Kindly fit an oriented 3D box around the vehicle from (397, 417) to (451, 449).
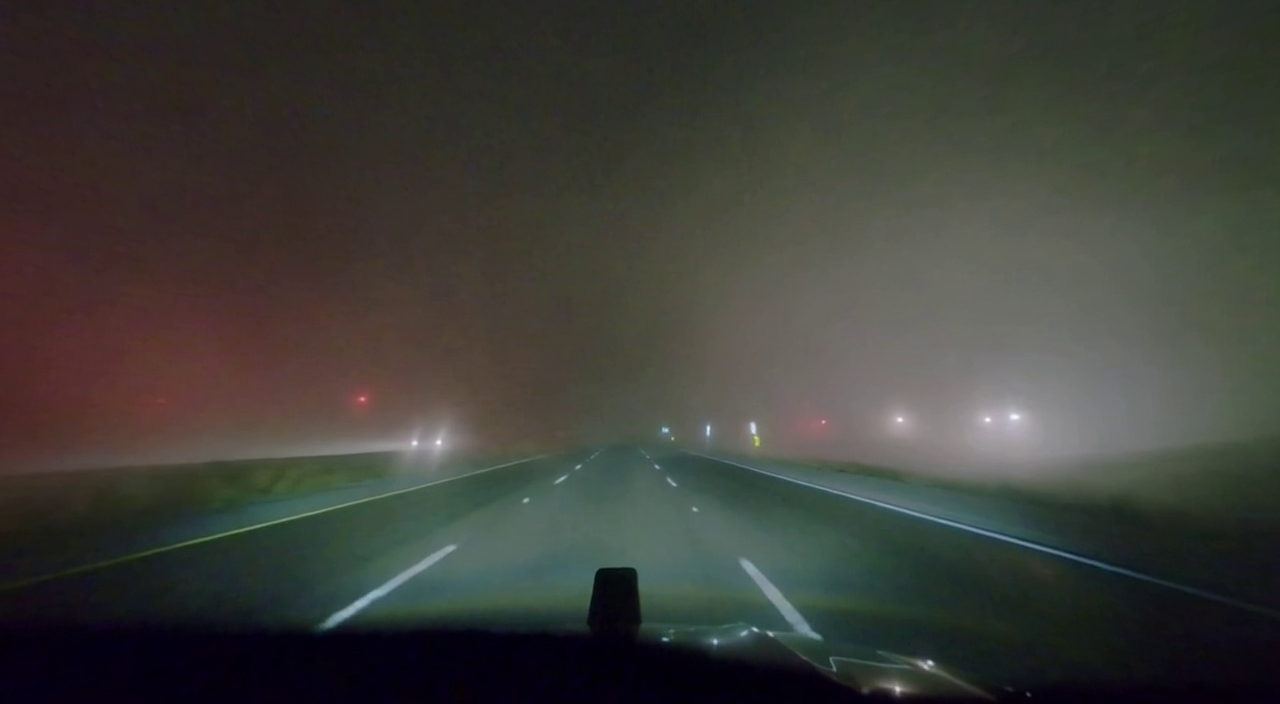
[{"bbox_3d":[-16.985,6.452,49.844,2.282,2.406,5.880,0,-8,-1],"label":"vehicle"}]
